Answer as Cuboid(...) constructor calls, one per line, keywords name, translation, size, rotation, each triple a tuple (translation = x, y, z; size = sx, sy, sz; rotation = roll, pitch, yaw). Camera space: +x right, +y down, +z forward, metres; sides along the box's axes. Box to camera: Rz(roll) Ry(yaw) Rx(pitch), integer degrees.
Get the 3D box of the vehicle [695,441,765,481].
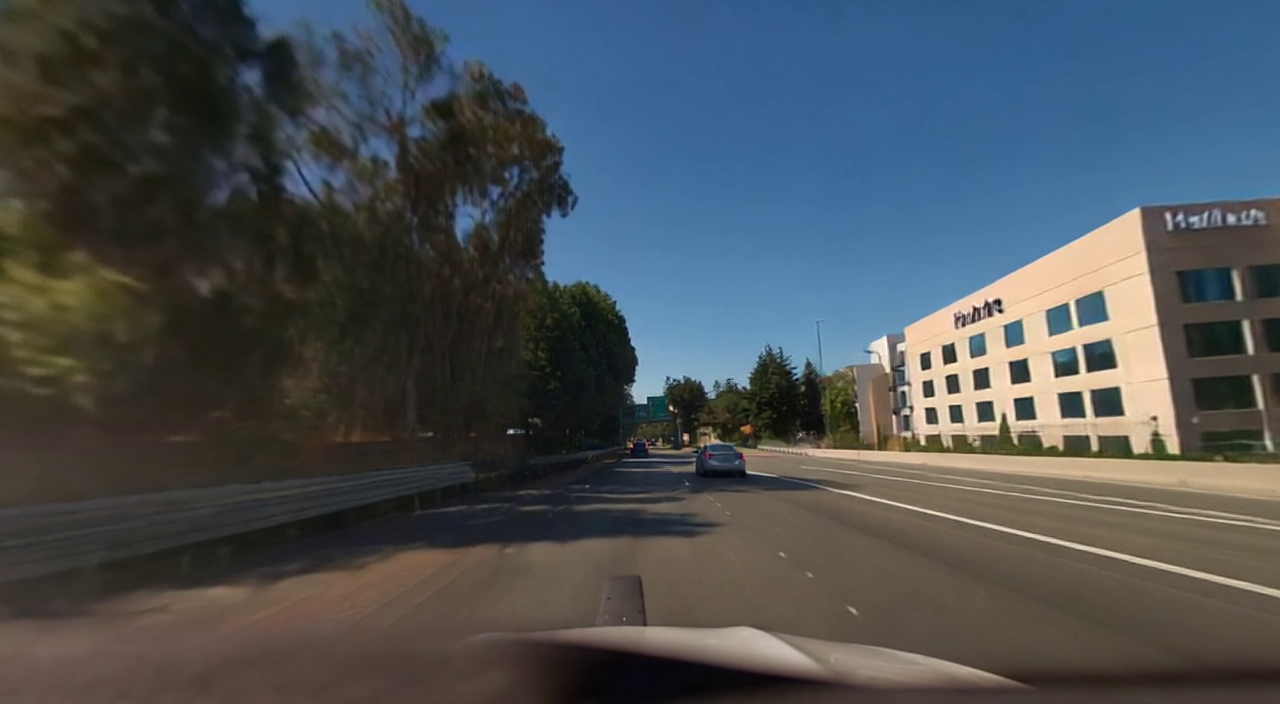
Cuboid(name="vehicle", translation=(3.497, 4.338, 25.436), size=(2.069, 1.431, 4.313), rotation=(0, -8, -2))
